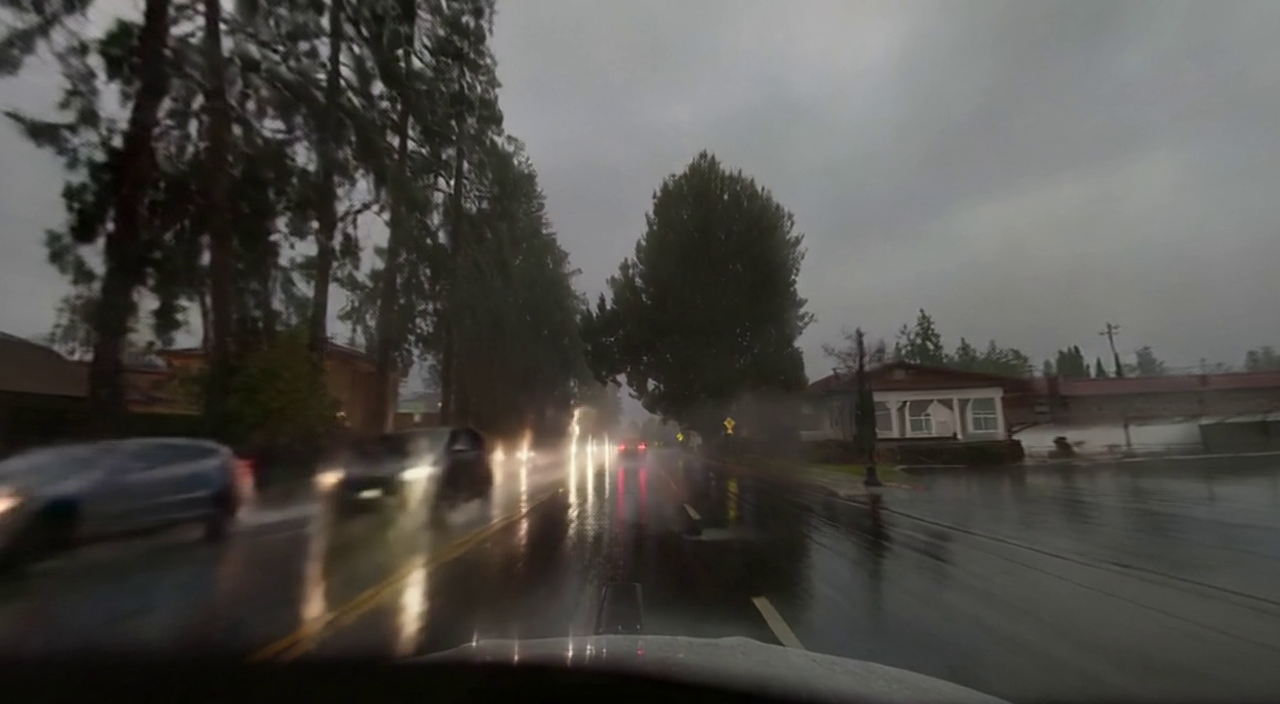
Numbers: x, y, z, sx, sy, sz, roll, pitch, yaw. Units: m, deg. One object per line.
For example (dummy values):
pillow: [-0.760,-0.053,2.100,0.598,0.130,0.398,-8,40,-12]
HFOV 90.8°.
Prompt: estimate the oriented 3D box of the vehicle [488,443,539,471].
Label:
vehicle: [-7.954,6.632,40.160,2.211,1.608,4.942,0,-9,1]

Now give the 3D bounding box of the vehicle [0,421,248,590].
vehicle: [-7.702,1.972,8.665,1.978,1.744,4.301,-3,-9,-1]

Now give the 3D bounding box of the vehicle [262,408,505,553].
vehicle: [-3.702,1.951,10.239,1.991,1.794,4.572,0,-9,0]

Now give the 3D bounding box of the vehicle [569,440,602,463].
vehicle: [-4.213,7.757,49.278,2.115,1.638,4.098,0,-9,1]

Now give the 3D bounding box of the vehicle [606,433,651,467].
vehicle: [-0.615,5.997,38.837,2.554,1.902,5.329,0,-9,1]
